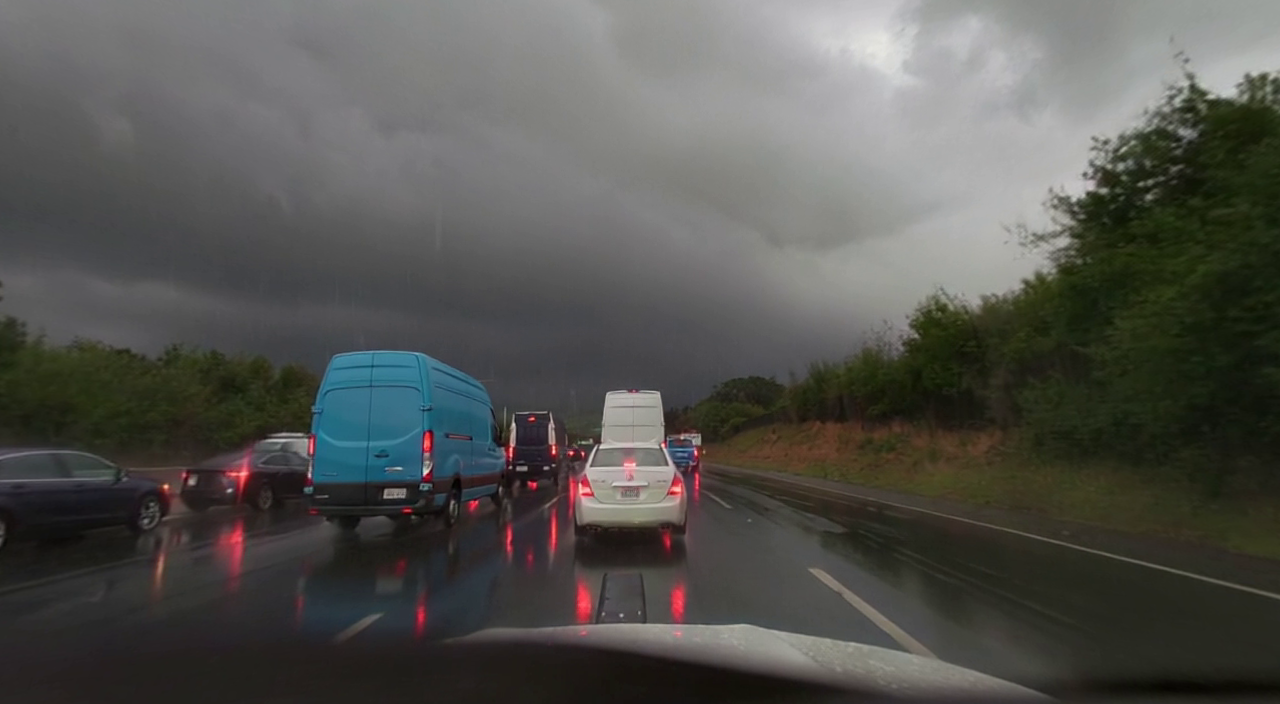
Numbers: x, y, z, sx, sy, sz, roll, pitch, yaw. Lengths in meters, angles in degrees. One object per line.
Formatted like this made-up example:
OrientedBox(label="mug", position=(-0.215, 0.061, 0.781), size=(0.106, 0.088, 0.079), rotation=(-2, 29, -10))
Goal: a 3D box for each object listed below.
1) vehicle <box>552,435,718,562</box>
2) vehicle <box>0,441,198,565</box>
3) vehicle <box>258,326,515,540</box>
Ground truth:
OrientedBox(label="vehicle", position=(-0.094, 2.040, 9.387), size=(1.995, 1.495, 3.380), rotation=(0, -9, -1))
OrientedBox(label="vehicle", position=(-8.825, 2.042, 8.885), size=(1.899, 1.503, 4.466), rotation=(-1, -9, 1))
OrientedBox(label="vehicle", position=(-4.072, 1.578, 11.928), size=(2.254, 2.879, 6.656), rotation=(0, -9, -2))
